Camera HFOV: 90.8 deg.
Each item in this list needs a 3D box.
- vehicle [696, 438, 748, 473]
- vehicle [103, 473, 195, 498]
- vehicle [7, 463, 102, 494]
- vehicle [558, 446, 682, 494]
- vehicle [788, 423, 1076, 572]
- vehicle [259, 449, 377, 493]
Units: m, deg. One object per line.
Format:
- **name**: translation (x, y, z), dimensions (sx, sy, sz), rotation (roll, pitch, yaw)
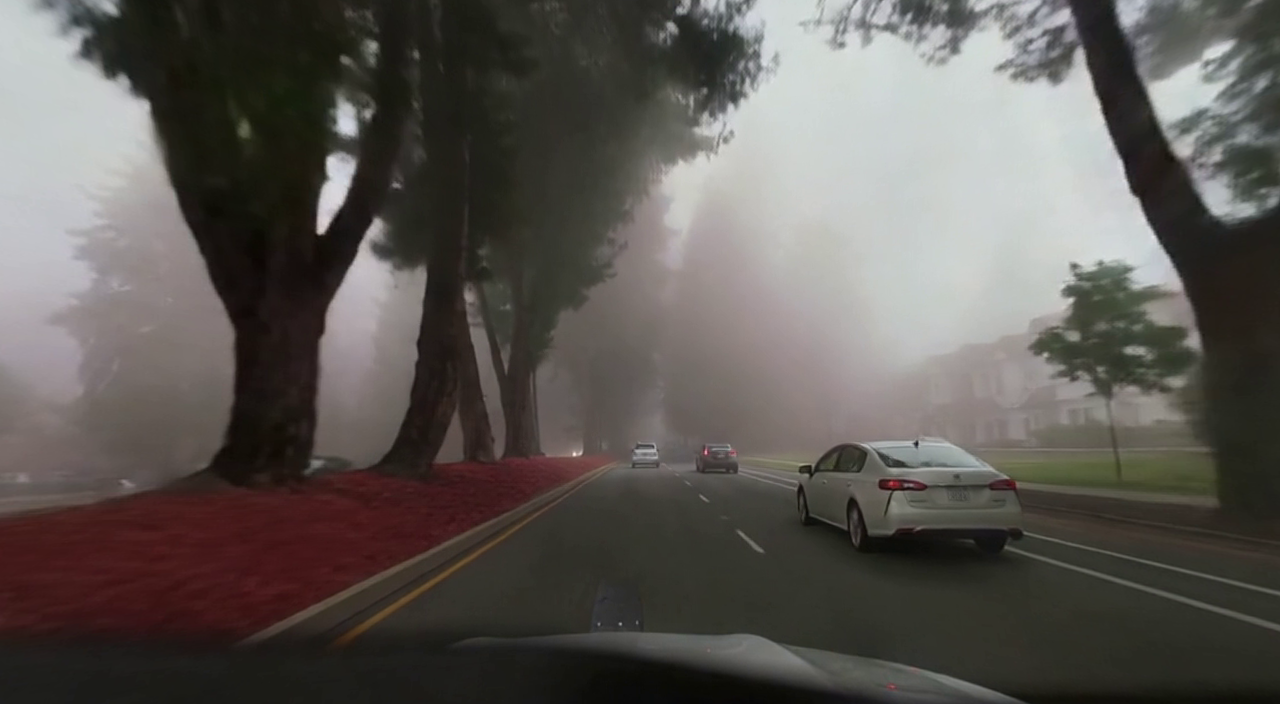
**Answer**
- **vehicle**: translation (4.094, 5.292, 32.390), dimensions (2.074, 1.652, 4.340), rotation (0, -8, 0)
- **vehicle**: translation (-31.595, 8.610, 40.727), dimensions (4.432, 1.484, 1.839), rotation (-1, -9, 3)
- **vehicle**: translation (-44.701, 9.679, 48.290), dimensions (5.033, 2.130, 2.084), rotation (1, -9, 0)
- **vehicle**: translation (-0.676, 4.303, 23.169), dimensions (4.279, 1.438, 2.037), rotation (-3, -10, 4)
- **vehicle**: translation (3.550, 1.833, 8.738), dimensions (1.985, 1.529, 4.147), rotation (0, -8, 0)
- **vehicle**: translation (-12.282, 4.543, 24.565), dimensions (2.063, 1.485, 4.756), rotation (0, -8, 0)
